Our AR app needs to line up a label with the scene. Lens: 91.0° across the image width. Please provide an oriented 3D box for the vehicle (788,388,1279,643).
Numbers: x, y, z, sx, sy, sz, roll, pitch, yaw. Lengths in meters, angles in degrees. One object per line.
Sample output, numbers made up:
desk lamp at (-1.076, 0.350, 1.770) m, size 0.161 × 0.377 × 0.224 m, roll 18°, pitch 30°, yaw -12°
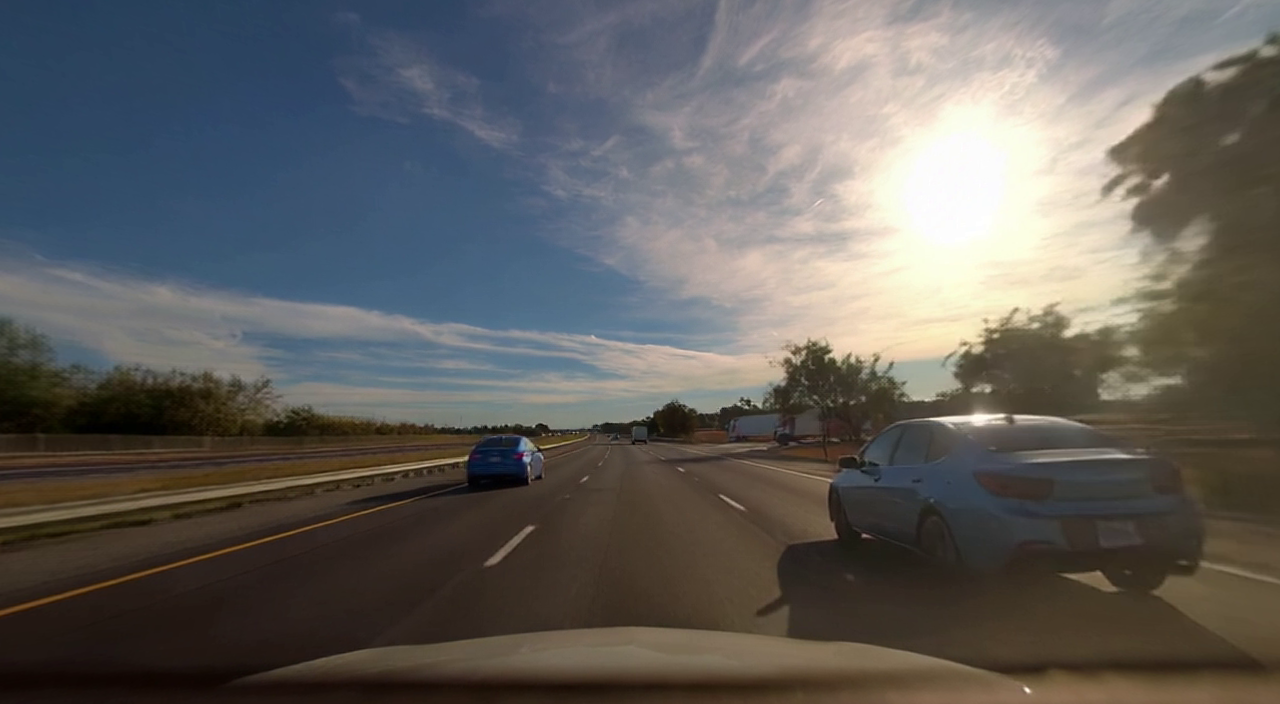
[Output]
vehicle at (3.227, 1.368, 6.312) m, size 2.349 × 1.651 × 4.161 m, roll 0°, pitch -8°, yaw -2°

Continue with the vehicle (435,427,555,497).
vehicle at (-3.687, 2.892, 16.926) m, size 2.206 × 1.604 × 4.374 m, roll -1°, pitch -8°, yaw 0°
